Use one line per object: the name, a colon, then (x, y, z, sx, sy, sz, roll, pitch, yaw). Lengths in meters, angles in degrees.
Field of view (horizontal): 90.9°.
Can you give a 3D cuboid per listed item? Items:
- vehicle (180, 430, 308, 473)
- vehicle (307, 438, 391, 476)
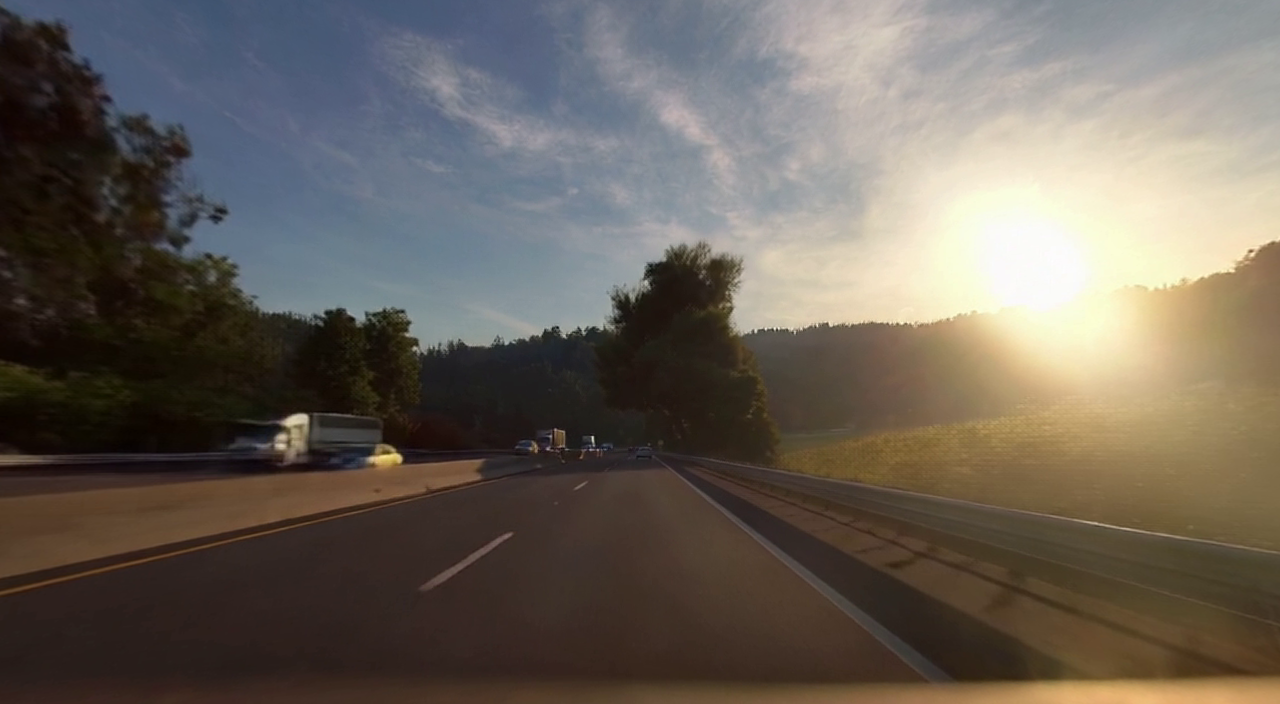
vehicle: (-15.730, 4.007, 25.389, 2.202, 1.541, 4.490, 0, -9, 0)
vehicle: (-11.596, 4.195, 25.360, 1.772, 1.418, 3.370, 0, -9, -1)
